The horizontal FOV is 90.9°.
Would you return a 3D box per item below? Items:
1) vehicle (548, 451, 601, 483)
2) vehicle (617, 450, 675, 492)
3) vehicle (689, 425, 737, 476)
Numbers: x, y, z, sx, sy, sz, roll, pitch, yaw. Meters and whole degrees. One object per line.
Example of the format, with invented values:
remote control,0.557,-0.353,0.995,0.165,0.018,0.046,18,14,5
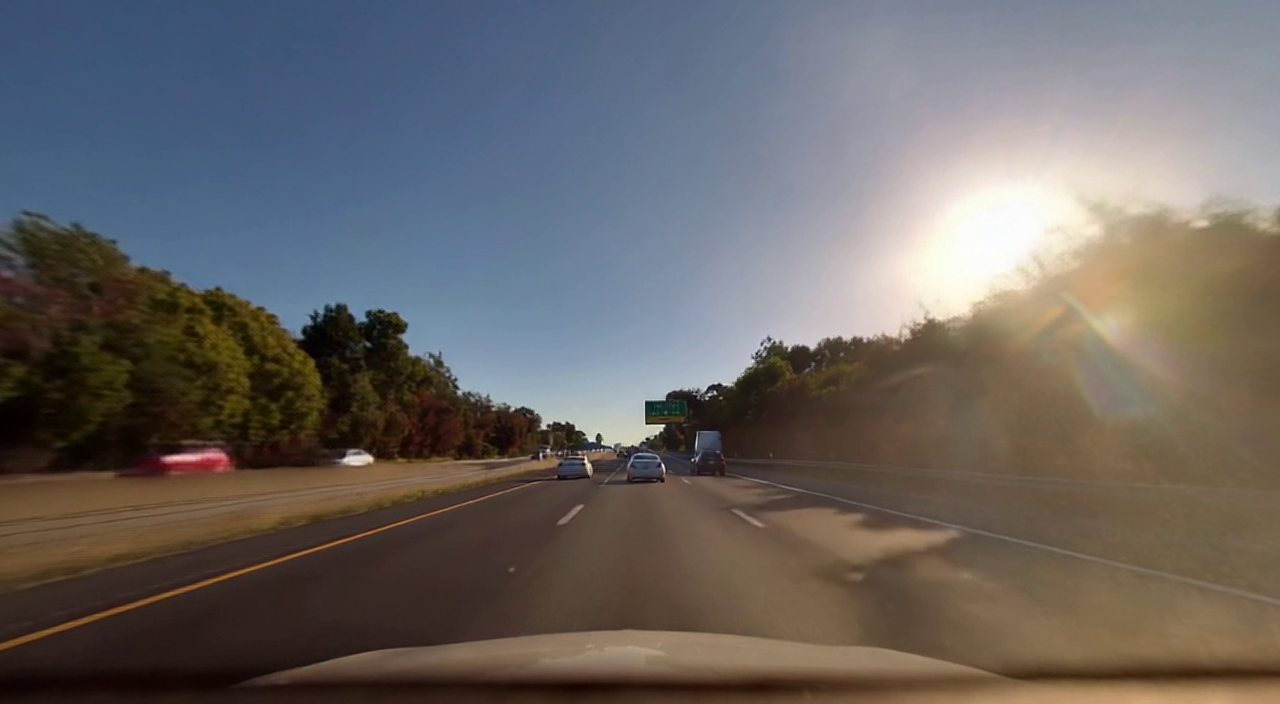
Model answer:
vehicle,-3.121,5.592,30.892,2.105,1.467,4.099,0,-9,1
vehicle,0.186,4.663,25.050,2.089,1.516,4.191,0,-9,-1
vehicle,4.890,6.499,41.251,2.650,2.978,6.937,-2,-10,10
